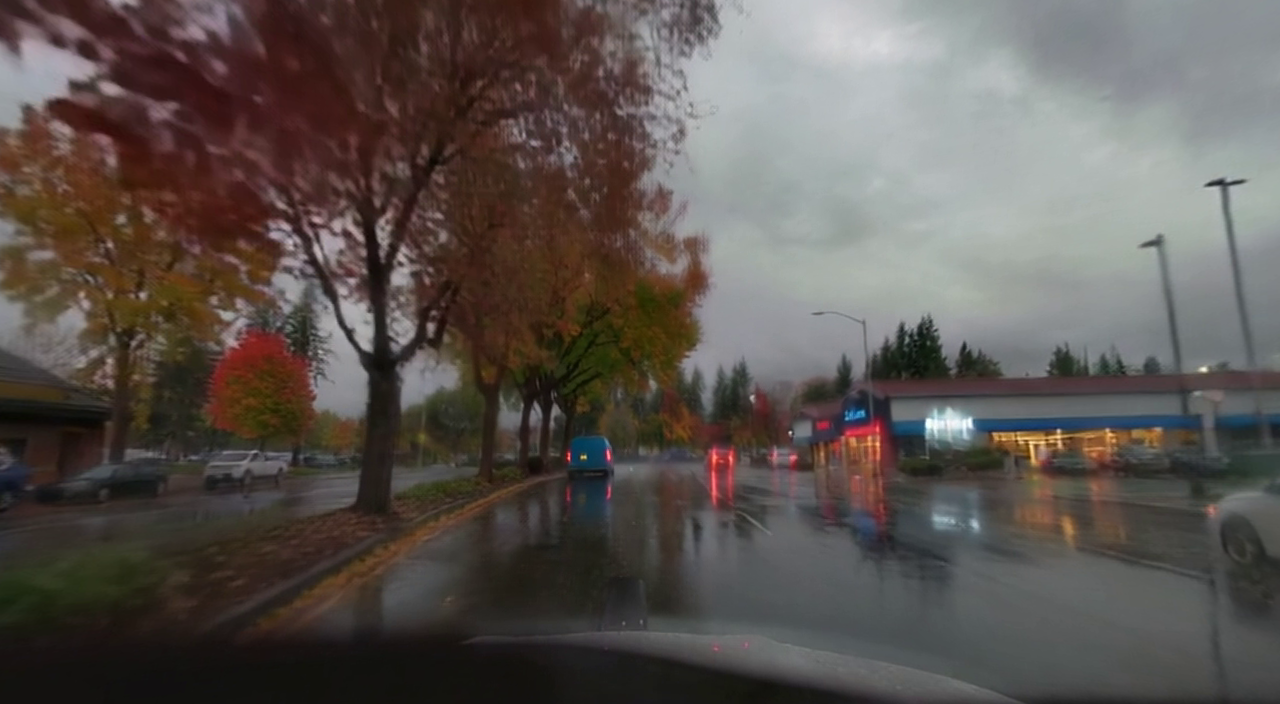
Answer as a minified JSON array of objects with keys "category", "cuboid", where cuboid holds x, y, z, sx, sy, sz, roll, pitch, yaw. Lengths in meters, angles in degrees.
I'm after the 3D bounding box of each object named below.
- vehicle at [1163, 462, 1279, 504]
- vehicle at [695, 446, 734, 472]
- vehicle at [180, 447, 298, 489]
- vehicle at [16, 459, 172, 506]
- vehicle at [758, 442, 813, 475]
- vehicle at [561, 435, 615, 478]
[{"category":"vehicle","cuboid":[28.022,6.047,29.262,5.680,1.772,2.071,0,-8,-2]},{"category":"vehicle","cuboid":[4.486,6.536,38.733,1.886,1.464,4.290,0,-8,0]},{"category":"vehicle","cuboid":[-18.781,5.407,29.924,1.914,1.785,5.408,0,-8,2]},{"category":"vehicle","cuboid":[-18.841,4.489,22.056,1.737,1.349,4.014,0,-8,3]},{"category":"vehicle","cuboid":[8.086,5.937,35.475,2.040,1.738,4.414,0,-8,0]},{"category":"vehicle","cuboid":[-2.367,4.930,30.067,2.344,1.863,4.665,0,-8,-2]}]
